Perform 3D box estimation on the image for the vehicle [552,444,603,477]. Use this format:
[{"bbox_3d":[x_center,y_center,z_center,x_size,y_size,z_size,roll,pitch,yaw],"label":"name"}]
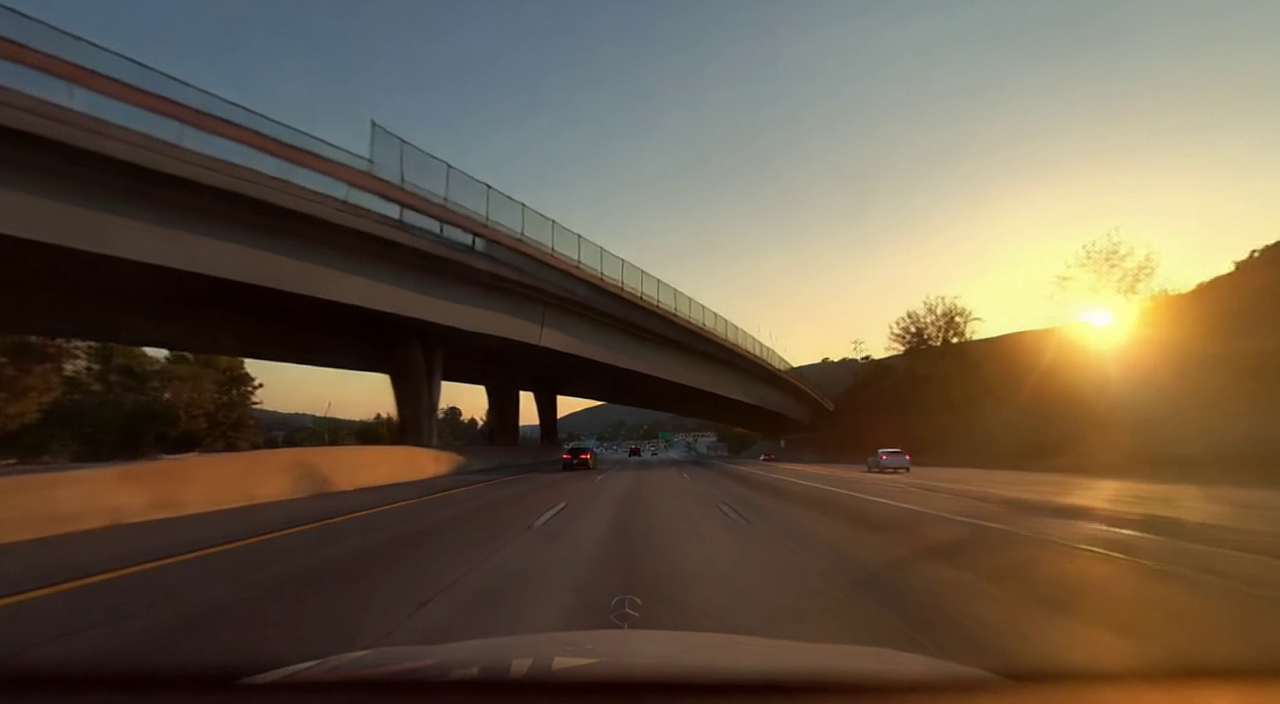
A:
[{"bbox_3d":[-3.015,5.306,31.079,1.968,1.504,3.892,0,-8,2],"label":"vehicle"}]
